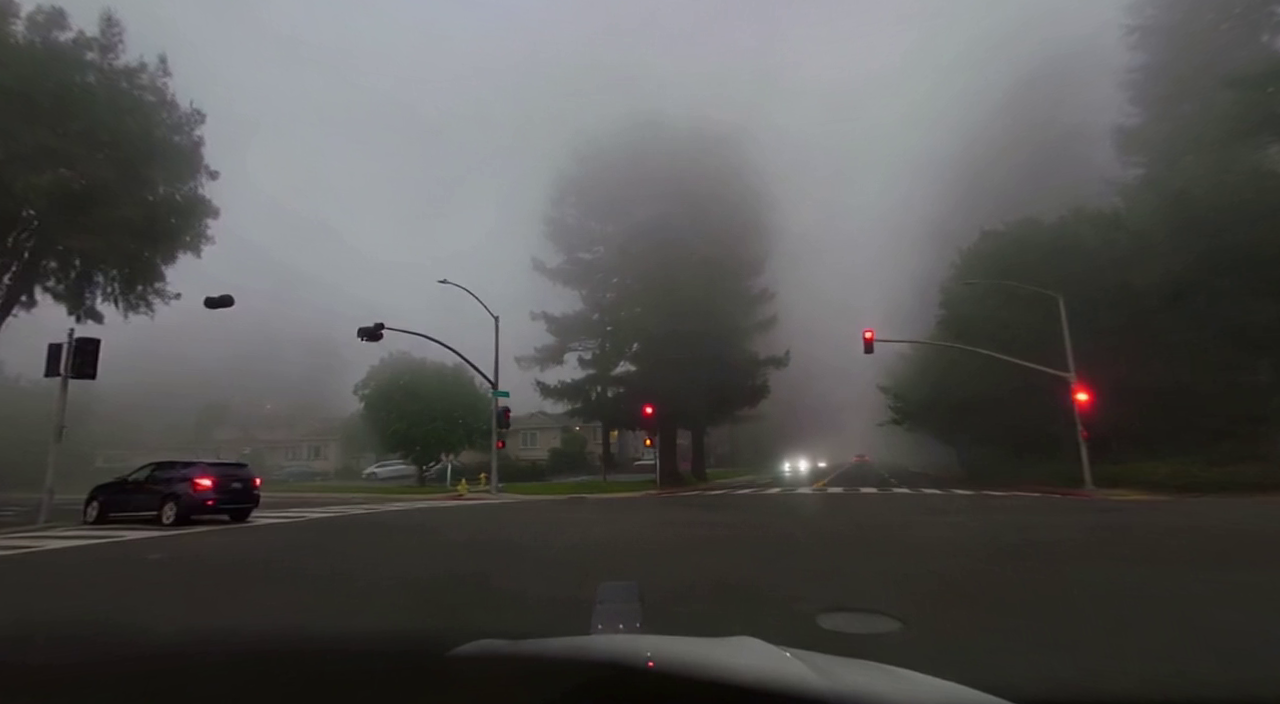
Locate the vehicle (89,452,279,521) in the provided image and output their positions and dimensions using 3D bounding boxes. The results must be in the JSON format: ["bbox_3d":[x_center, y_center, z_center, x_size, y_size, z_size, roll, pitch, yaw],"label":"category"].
[{"bbox_3d":[-12.004,3.444,16.679,4.247,1.591,2.093,-4,-9,24],"label":"vehicle"}]
